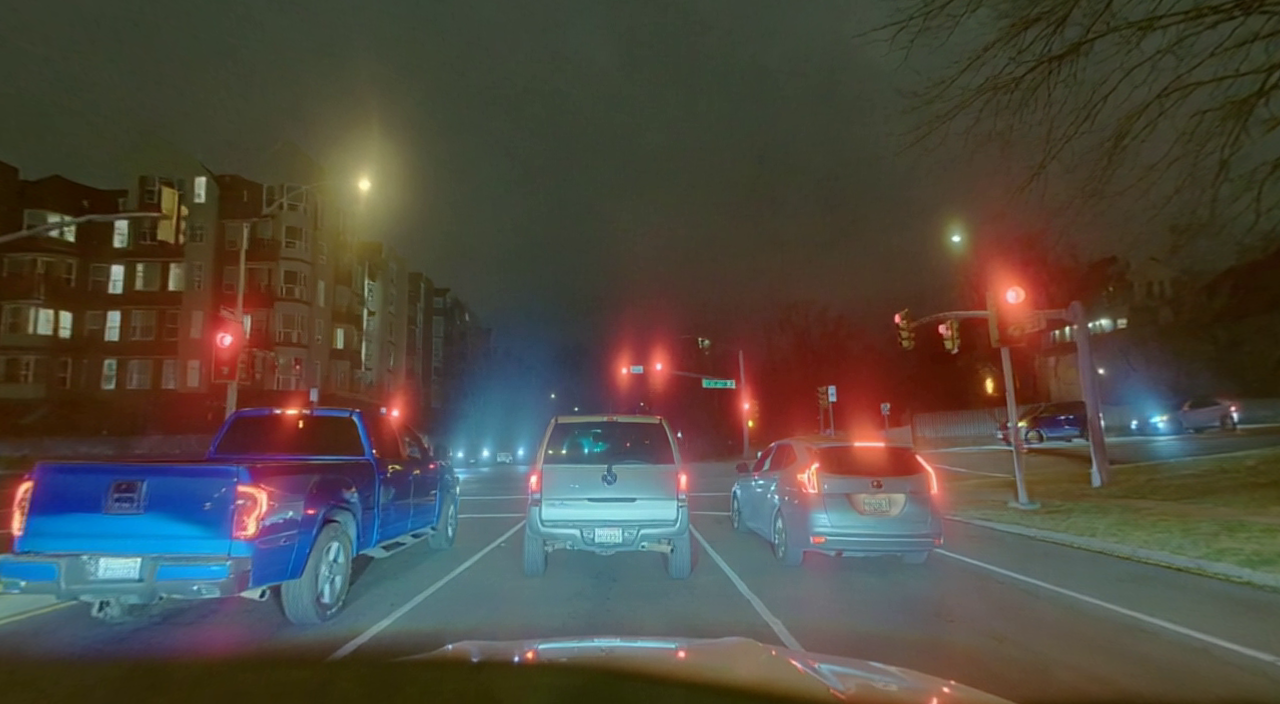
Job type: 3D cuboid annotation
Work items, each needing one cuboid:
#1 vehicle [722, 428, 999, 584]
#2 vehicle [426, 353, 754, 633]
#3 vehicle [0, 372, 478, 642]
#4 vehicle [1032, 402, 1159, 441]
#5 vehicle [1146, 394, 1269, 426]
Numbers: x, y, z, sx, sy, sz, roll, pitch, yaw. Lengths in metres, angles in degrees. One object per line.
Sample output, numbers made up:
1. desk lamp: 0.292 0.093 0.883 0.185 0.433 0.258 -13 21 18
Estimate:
1. vehicle: 2.412 1.815 8.311 2.016 1.481 4.336 0 -9 -1
2. vehicle: -0.389 1.312 6.740 2.282 1.964 4.421 0 -9 -1
3. vehicle: -3.463 1.435 6.959 2.146 1.828 5.148 0 -9 -2
4. vehicle: 23.288 3.598 32.483 4.721 1.866 2.188 0 -9 2
5. vehicle: 29.278 3.041 32.691 4.540 1.543 1.803 0 -9 1
